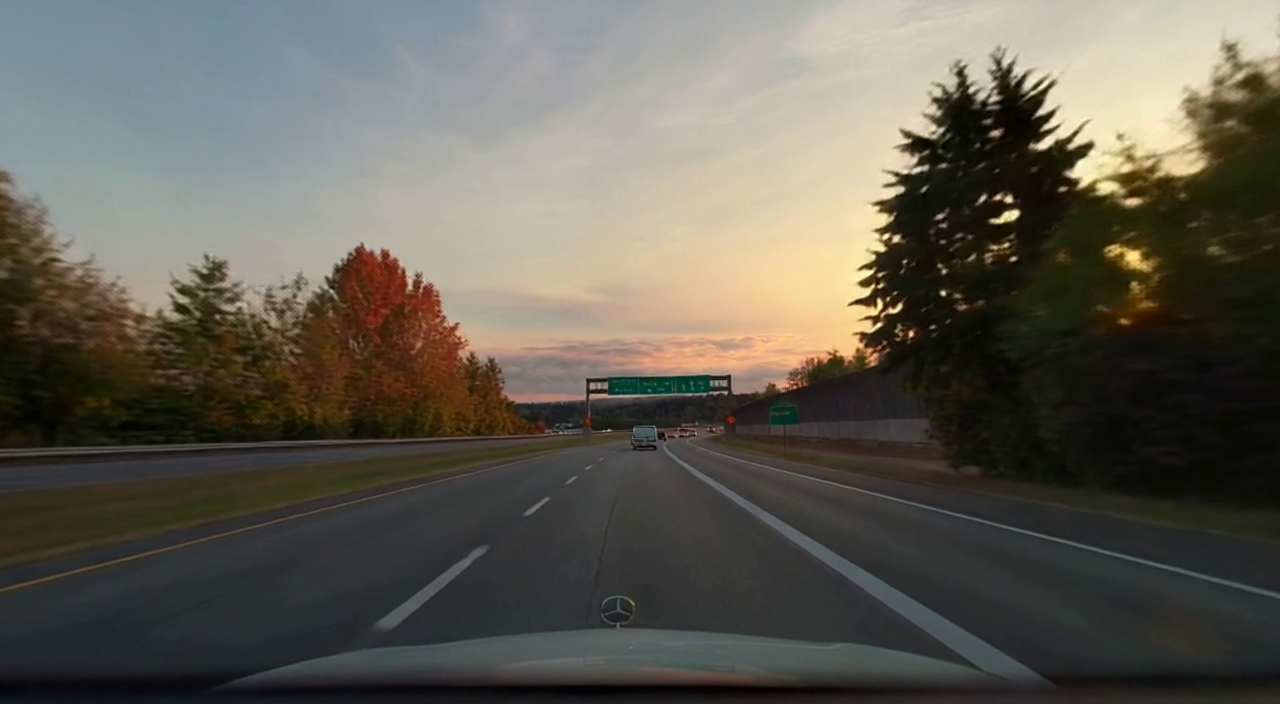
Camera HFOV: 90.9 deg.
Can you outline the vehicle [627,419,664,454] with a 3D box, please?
[{"bbox_3d":[0.322,5.916,44.215,2.450,2.314,4.753,0,-8,0],"label":"vehicle"}]
